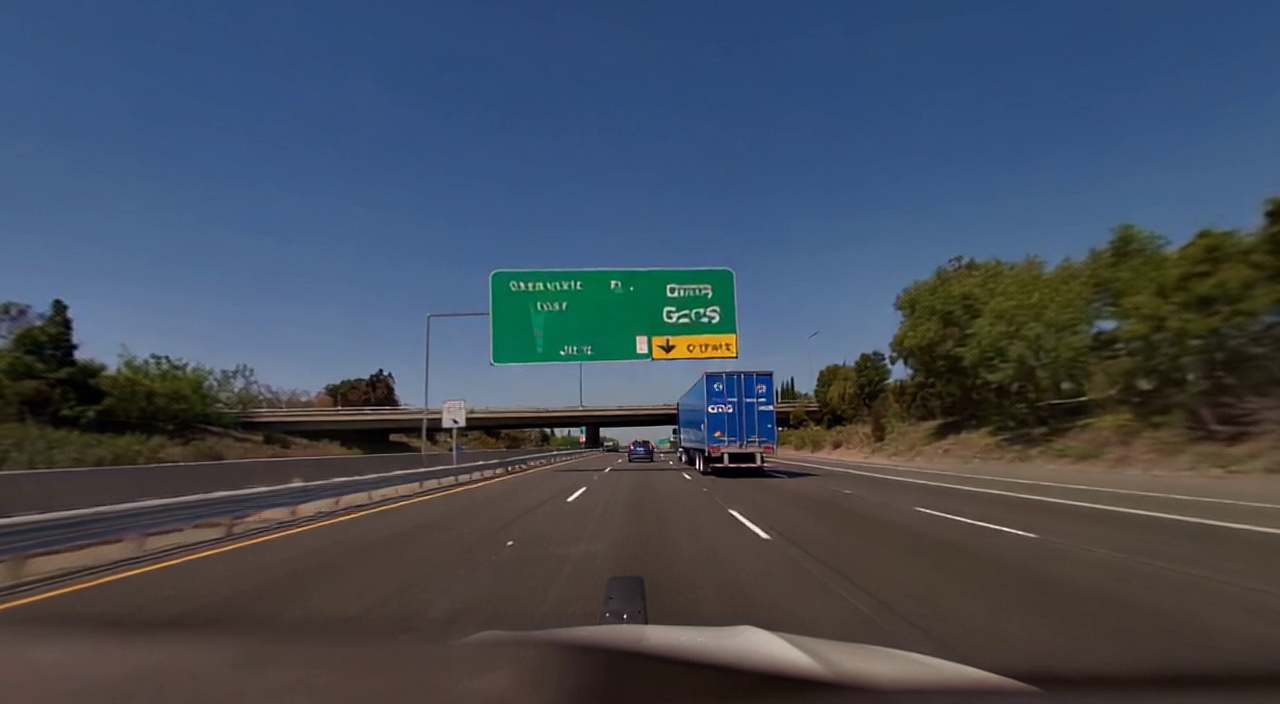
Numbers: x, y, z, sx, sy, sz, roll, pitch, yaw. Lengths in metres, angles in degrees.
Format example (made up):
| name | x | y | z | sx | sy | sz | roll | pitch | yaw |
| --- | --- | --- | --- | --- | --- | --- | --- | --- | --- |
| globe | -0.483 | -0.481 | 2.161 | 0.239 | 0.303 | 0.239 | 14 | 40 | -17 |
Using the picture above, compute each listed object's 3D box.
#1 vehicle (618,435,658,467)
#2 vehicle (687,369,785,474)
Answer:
| name | x | y | z | sx | sy | sz | roll | pitch | yaw |
| --- | --- | --- | --- | --- | --- | --- | --- | --- | --- |
| vehicle | -0.106 | 5.436 | 34.844 | 2.050 | 1.654 | 4.192 | 0 | -8 | 0 |
| vehicle | 4.089 | 3.415 | 29.683 | 3.014 | 4.068 | 10.359 | 0 | -8 | 0 |
